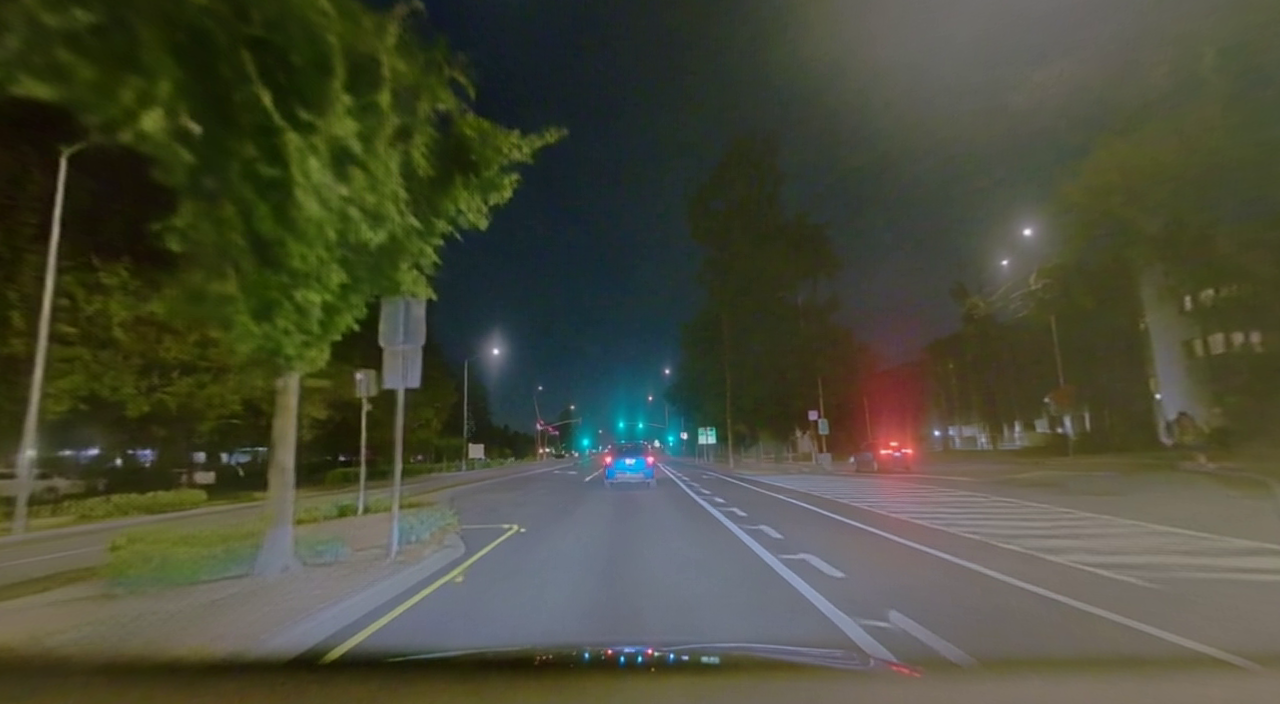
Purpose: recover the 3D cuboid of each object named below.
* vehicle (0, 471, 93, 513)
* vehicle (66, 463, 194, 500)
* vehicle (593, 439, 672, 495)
[{"bbox_3d":[-23.233,5.178,23.516,3.834,1.418,1.953,0,-9,-2],"label":"vehicle"},{"bbox_3d":[-22.943,5.823,28.559,4.086,1.478,1.844,0,-8,-4],"label":"vehicle"},{"bbox_3d":[-0.221,3.566,20.027,2.221,1.570,4.398,0,-8,0],"label":"vehicle"}]
